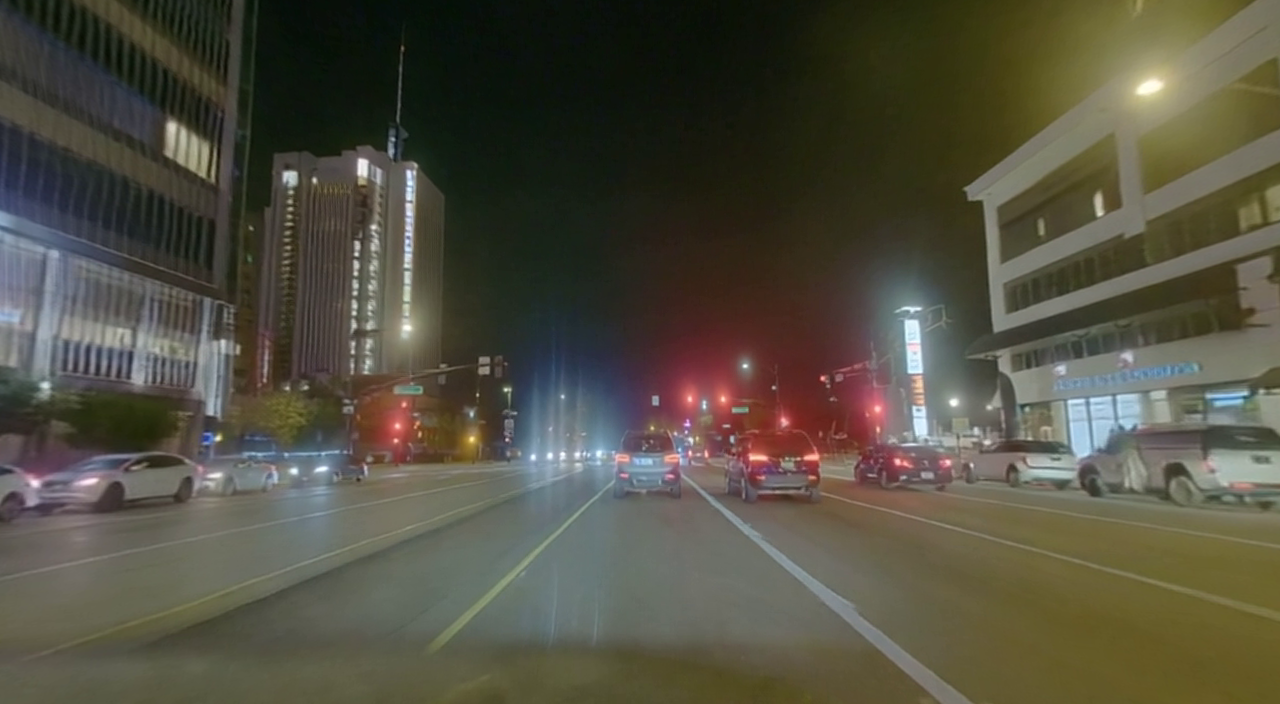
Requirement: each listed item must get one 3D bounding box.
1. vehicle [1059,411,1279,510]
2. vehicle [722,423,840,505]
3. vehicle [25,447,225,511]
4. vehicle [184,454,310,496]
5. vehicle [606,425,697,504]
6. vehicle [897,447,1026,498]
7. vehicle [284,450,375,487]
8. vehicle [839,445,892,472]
[{"bbox_3d":[13.968,2.767,16.430,2.172,2.060,5.546,-3,-9,0],"label":"vehicle"},{"bbox_3d":[3.715,3.053,17.711,2.115,1.932,5.189,0,-8,0],"label":"vehicle"},{"bbox_3d":[-15.497,3.789,19.499,1.825,1.685,5.220,1,-8,-1],"label":"vehicle"},{"bbox_3d":[-15.409,4.825,25.172,1.792,1.429,5.161,0,-9,-1],"label":"vehicle"},{"bbox_3d":[0.250,3.024,17.424,2.157,1.863,4.665,0,-8,0],"label":"vehicle"},{"bbox_3d":[10.382,3.879,20.813,1.863,1.426,4.494,0,-8,0],"label":"vehicle"},{"bbox_3d":[-15.445,5.796,31.730,2.096,1.416,4.885,0,-6,0],"label":"vehicle"},{"bbox_3d":[14.508,6.877,40.828,1.734,1.527,4.531,-3,-9,0],"label":"vehicle"}]
